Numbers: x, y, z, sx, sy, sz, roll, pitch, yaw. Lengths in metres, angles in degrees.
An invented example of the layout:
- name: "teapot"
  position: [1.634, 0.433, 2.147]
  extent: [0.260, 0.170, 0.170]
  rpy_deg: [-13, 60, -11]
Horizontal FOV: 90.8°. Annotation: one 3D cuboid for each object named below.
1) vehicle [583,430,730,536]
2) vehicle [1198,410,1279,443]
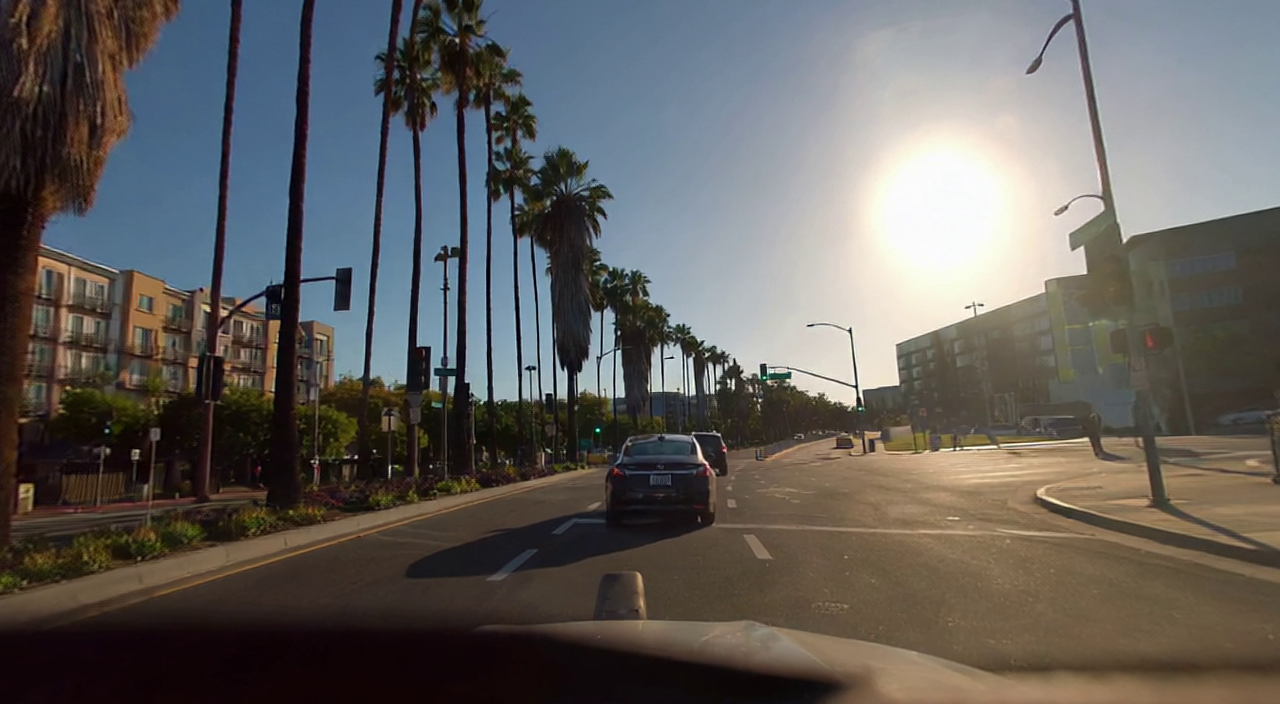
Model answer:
- name: "vehicle"
  position: [0.347, 2.180, 11.143]
  extent: [2.096, 1.492, 4.071]
  rpy_deg: [-1, -8, 3]
- name: "vehicle"
  position: [36.509, 4.460, 37.658]
  extent: [5.049, 1.861, 2.081]
  rpy_deg: [2, -9, -12]
